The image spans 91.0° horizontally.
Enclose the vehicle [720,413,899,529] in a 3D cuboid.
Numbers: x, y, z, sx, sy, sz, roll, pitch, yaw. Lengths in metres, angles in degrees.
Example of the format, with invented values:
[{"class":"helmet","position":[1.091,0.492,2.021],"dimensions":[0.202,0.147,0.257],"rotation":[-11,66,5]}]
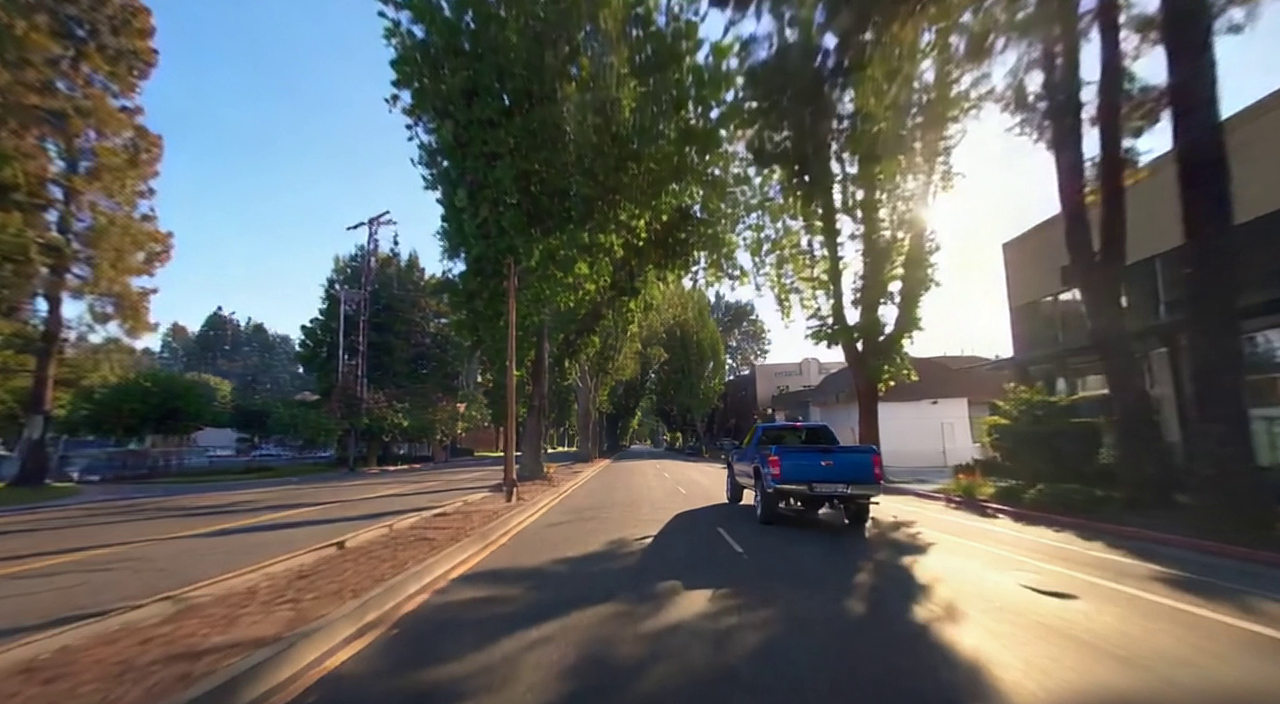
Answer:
[{"class":"vehicle","position":[3.060,2.297,12.807],"dimensions":[2.085,1.828,5.383],"rotation":[0,-8,-1]}]
